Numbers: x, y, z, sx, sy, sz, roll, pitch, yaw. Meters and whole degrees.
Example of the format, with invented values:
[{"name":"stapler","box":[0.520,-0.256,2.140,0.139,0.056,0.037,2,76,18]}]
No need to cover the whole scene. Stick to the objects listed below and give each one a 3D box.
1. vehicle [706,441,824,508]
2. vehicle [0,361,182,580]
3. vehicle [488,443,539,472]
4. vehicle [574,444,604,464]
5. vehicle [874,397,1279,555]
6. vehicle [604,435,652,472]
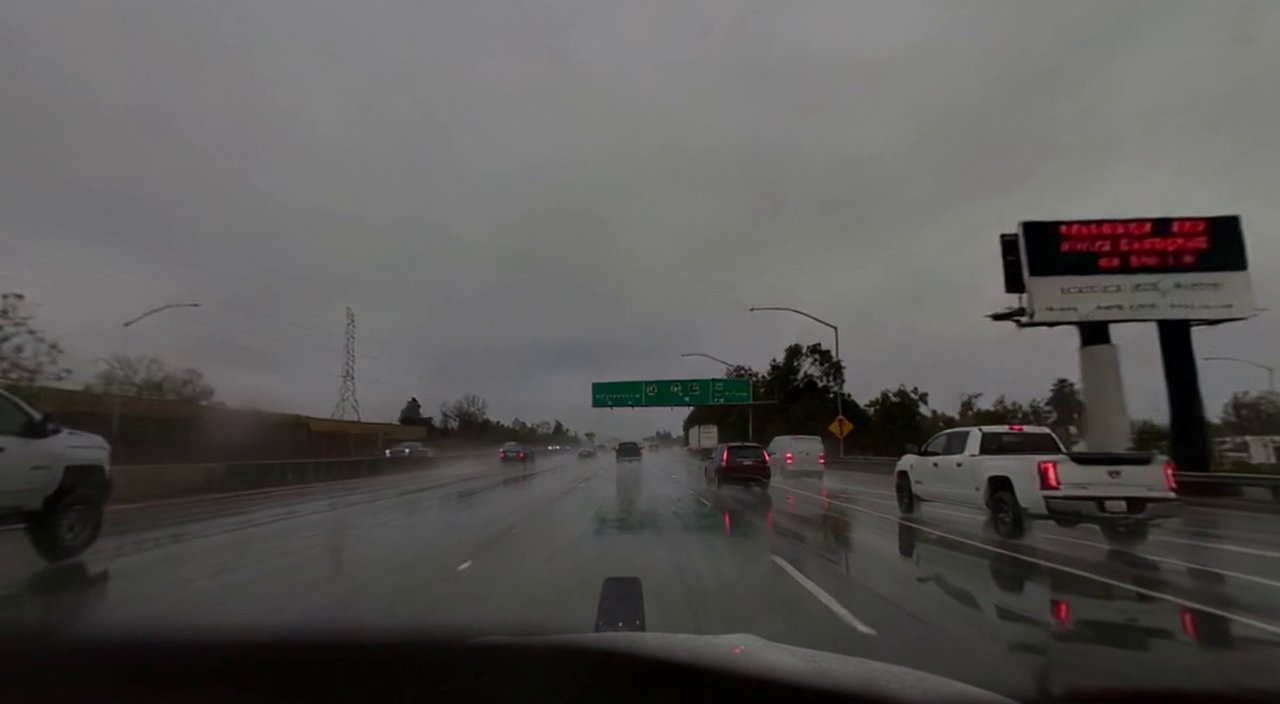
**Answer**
[{"name":"vehicle","box":[2.966,3.004,16.034,2.011,1.462,4.286,0,-8,-1]},{"name":"vehicle","box":[-7.150,0.974,5.013,2.444,2.012,6.122,0,-8,0]},{"name":"vehicle","box":[-7.038,5.907,35.630,1.920,1.482,4.385,0,-8,0]},{"name":"vehicle","box":[-3.972,8.037,49.726,1.935,1.487,4.076,0,-8,0]},{"name":"vehicle","box":[6.511,1.948,10.758,2.635,1.919,5.907,0,-8,-2]},{"name":"vehicle","box":[-0.603,5.336,33.359,2.323,1.805,4.729,0,-8,0]}]
